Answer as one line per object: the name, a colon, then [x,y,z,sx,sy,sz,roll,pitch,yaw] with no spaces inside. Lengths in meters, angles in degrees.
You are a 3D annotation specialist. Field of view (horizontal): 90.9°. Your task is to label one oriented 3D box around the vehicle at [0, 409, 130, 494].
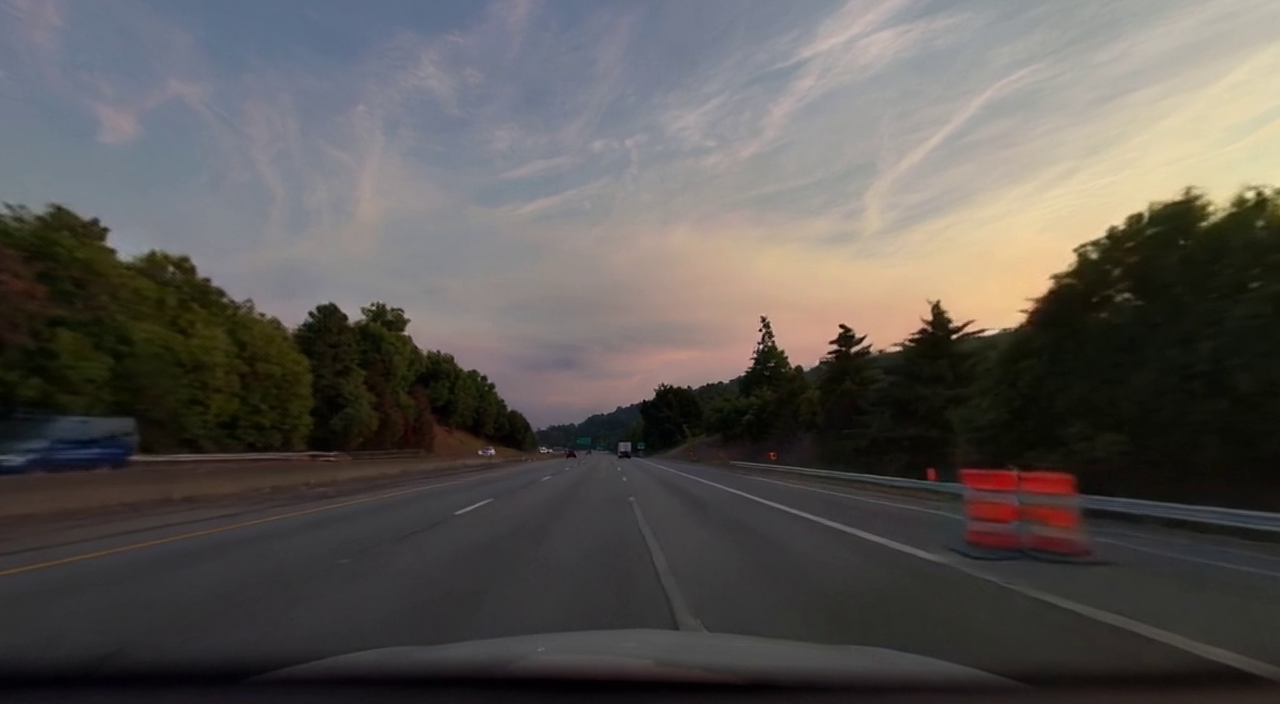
vehicle: [-19.098,3.014,19.122,2.411,2.328,5.807,0,-9,-2]
